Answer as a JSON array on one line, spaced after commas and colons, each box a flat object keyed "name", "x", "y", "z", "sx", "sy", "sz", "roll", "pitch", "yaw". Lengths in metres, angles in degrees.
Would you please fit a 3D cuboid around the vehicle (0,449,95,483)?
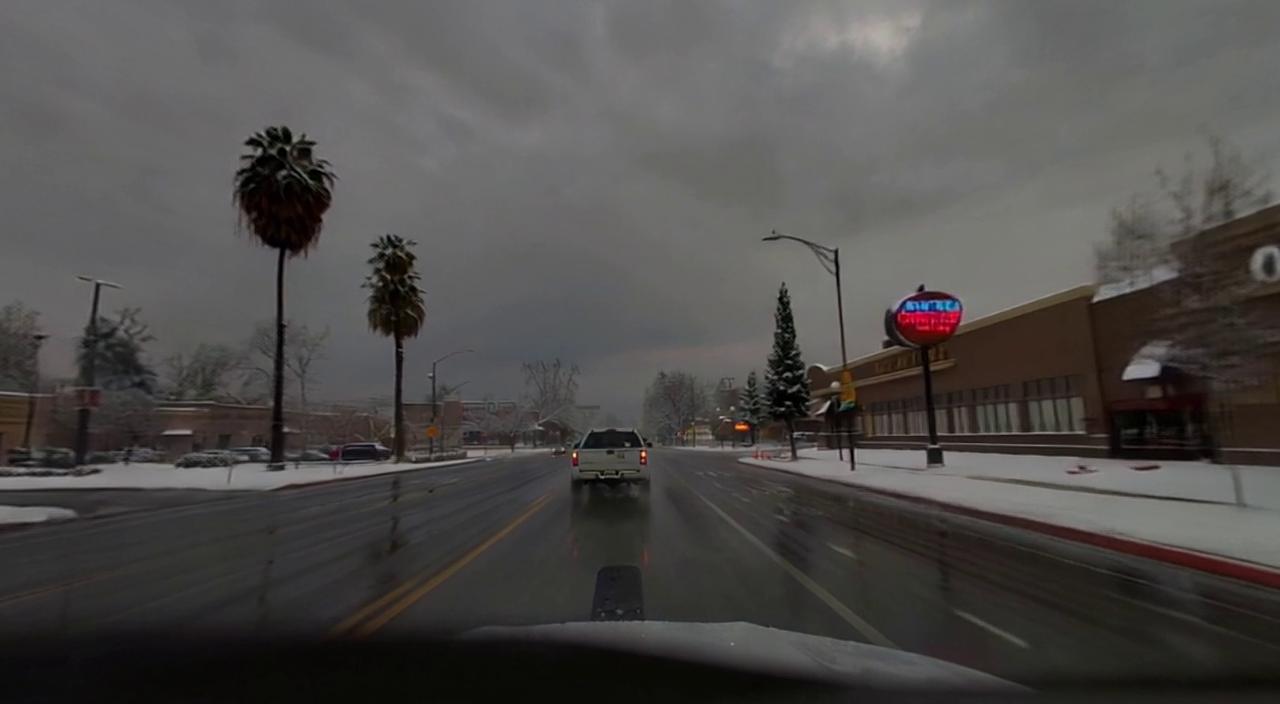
[{"name": "vehicle", "x": -34.728, "y": 6.624, "z": 36.789, "sx": 2.013, "sy": 1.785, "sz": 4.331, "roll": 0, "pitch": -9, "yaw": -5}]

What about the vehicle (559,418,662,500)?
[{"name": "vehicle", "x": -0.677, "y": 2.627, "z": 15.806, "sx": 2.239, "sy": 1.763, "sz": 4.096, "roll": 0, "pitch": -8, "yaw": -1}]
